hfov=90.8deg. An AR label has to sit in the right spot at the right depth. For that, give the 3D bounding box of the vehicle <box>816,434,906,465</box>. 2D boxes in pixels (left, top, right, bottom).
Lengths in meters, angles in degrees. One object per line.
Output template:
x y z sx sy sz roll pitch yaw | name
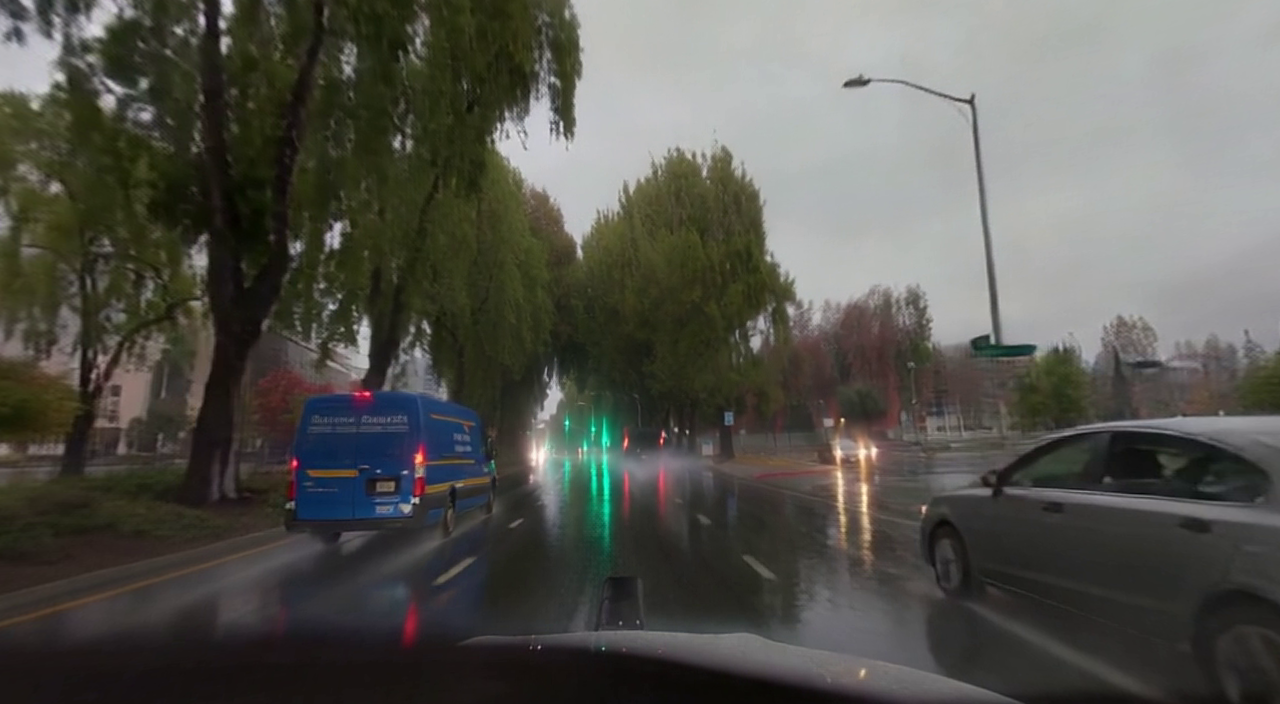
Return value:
12.145 5.363 34.928 4.117 1.627 2.086 1 -9 -5 | vehicle

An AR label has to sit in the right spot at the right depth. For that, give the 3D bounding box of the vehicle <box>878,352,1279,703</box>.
3.426 1.038 3.729 2.087 1.658 4.612 0 -9 -2 | vehicle

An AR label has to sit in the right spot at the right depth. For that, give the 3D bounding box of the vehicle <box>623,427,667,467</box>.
0.233 6.541 43.429 2.397 2.566 5.324 1 -9 -6 | vehicle

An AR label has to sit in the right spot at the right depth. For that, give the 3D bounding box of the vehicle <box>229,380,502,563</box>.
-3.863 1.796 10.095 2.420 2.227 4.499 0 -9 -2 | vehicle
